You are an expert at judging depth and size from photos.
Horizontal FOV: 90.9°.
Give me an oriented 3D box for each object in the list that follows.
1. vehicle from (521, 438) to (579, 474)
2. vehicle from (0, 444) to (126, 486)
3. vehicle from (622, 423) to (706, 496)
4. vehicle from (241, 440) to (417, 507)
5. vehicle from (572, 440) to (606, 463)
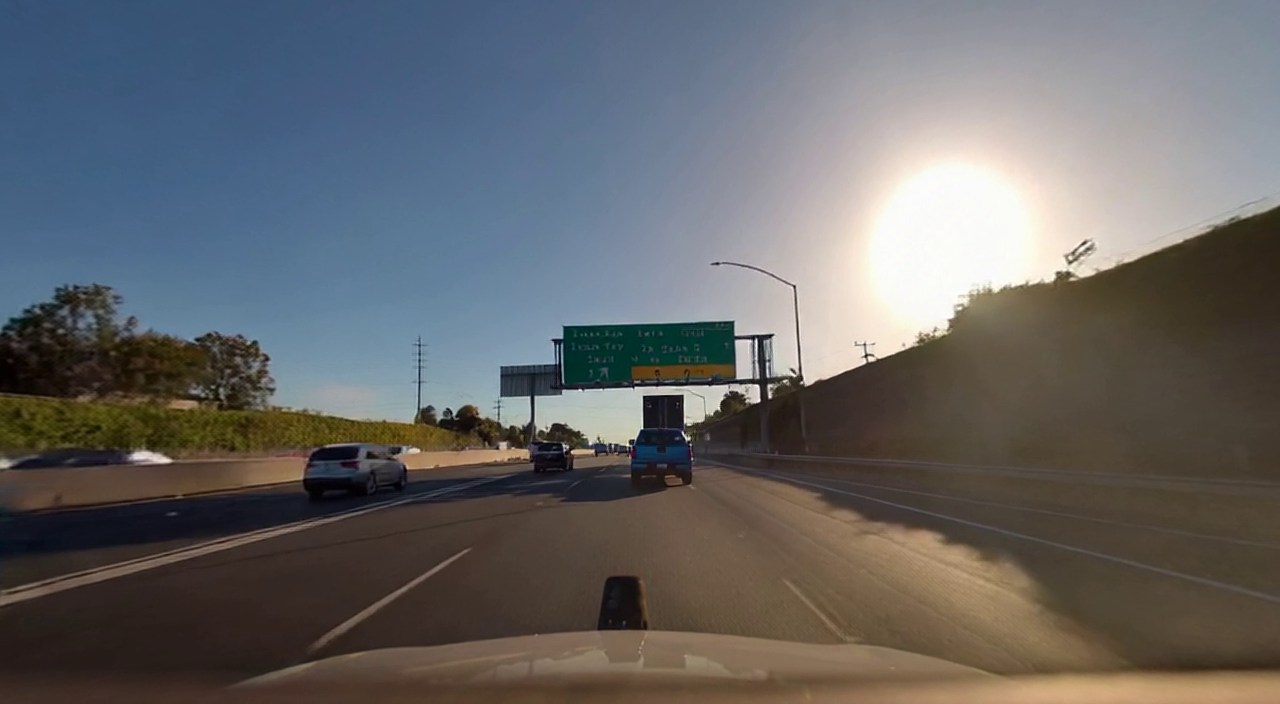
[{"bbox_3d":[-4.228,4.966,30.322,1.961,1.591,4.756,0,-8,1],"label":"vehicle"},{"bbox_3d":[-21.256,4.122,23.328,1.536,1.400,3.422,-1,-8,0],"label":"vehicle"},{"bbox_3d":[0.577,3.021,18.118,2.083,1.792,4.782,0,-8,0],"label":"vehicle"},{"bbox_3d":[-7.748,3.052,16.385,2.081,1.463,4.749,0,-8,1],"label":"vehicle"},{"bbox_3d":[-3.719,7.329,46.401,2.061,1.584,4.290,0,-8,1],"label":"vehicle"}]
